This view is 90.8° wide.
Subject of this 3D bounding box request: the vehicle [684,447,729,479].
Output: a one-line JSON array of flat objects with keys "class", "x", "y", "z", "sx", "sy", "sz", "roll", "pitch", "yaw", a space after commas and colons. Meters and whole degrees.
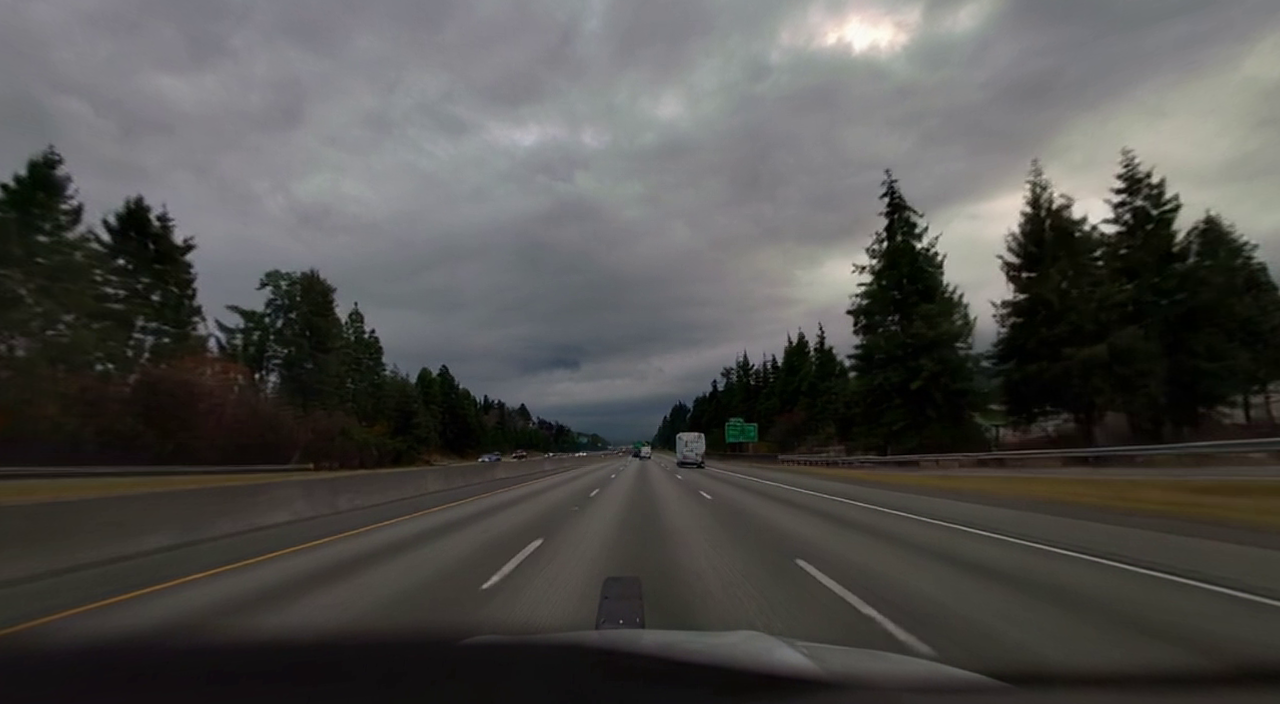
[{"class": "vehicle", "x": 3.619, "y": 6.119, "z": 35.025, "sx": 2.019, "sy": 1.601, "sz": 3.953, "roll": 0, "pitch": -9, "yaw": 0}]
